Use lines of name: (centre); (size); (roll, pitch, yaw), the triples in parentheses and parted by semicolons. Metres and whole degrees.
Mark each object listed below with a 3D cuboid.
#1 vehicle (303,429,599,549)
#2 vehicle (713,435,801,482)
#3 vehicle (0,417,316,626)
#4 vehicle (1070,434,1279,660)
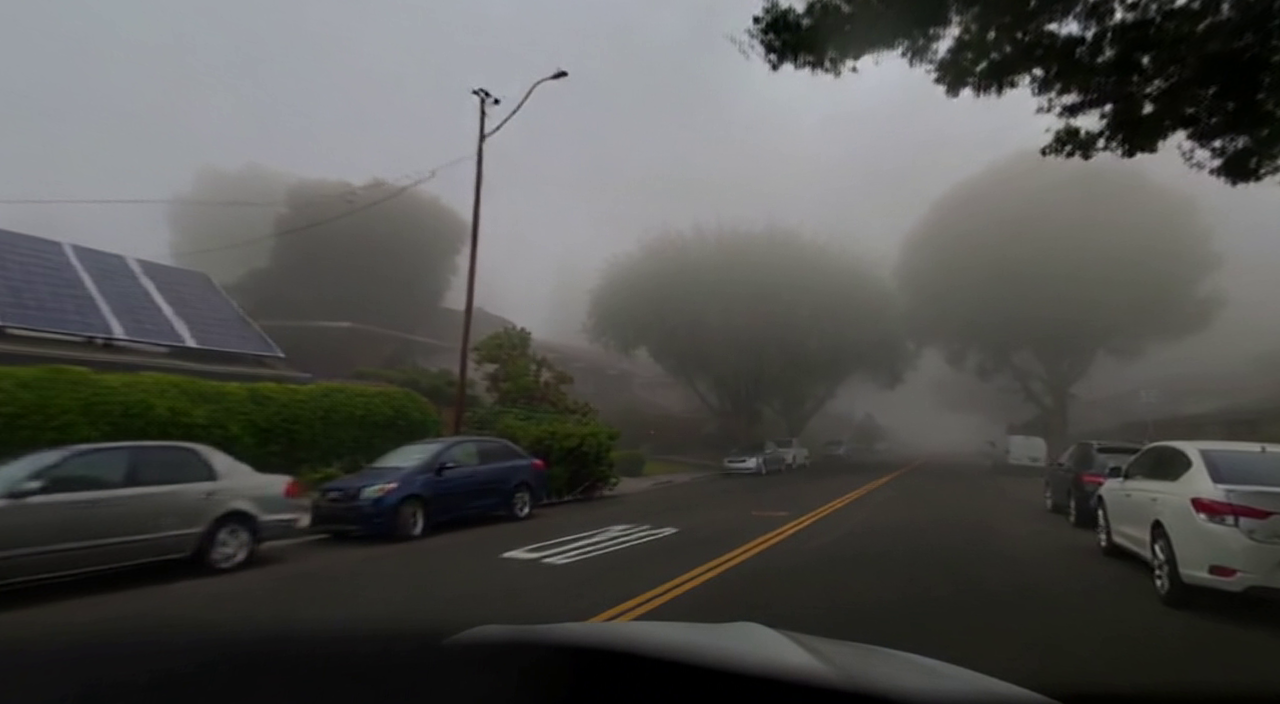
vehicle: (-2.692, 2.014, 10.197); (1.848, 1.406, 4.601); (-6, -9, 28)
vehicle: (4.558, 3.987, 23.887); (1.901, 1.472, 4.676); (-8, -10, 26)
vehicle: (-5.190, 1.370, 5.444); (1.805, 1.488, 3.838); (-5, -10, 27)
vehicle: (5.750, 1.557, 6.121); (1.969, 1.478, 4.632); (-4, -8, 27)
